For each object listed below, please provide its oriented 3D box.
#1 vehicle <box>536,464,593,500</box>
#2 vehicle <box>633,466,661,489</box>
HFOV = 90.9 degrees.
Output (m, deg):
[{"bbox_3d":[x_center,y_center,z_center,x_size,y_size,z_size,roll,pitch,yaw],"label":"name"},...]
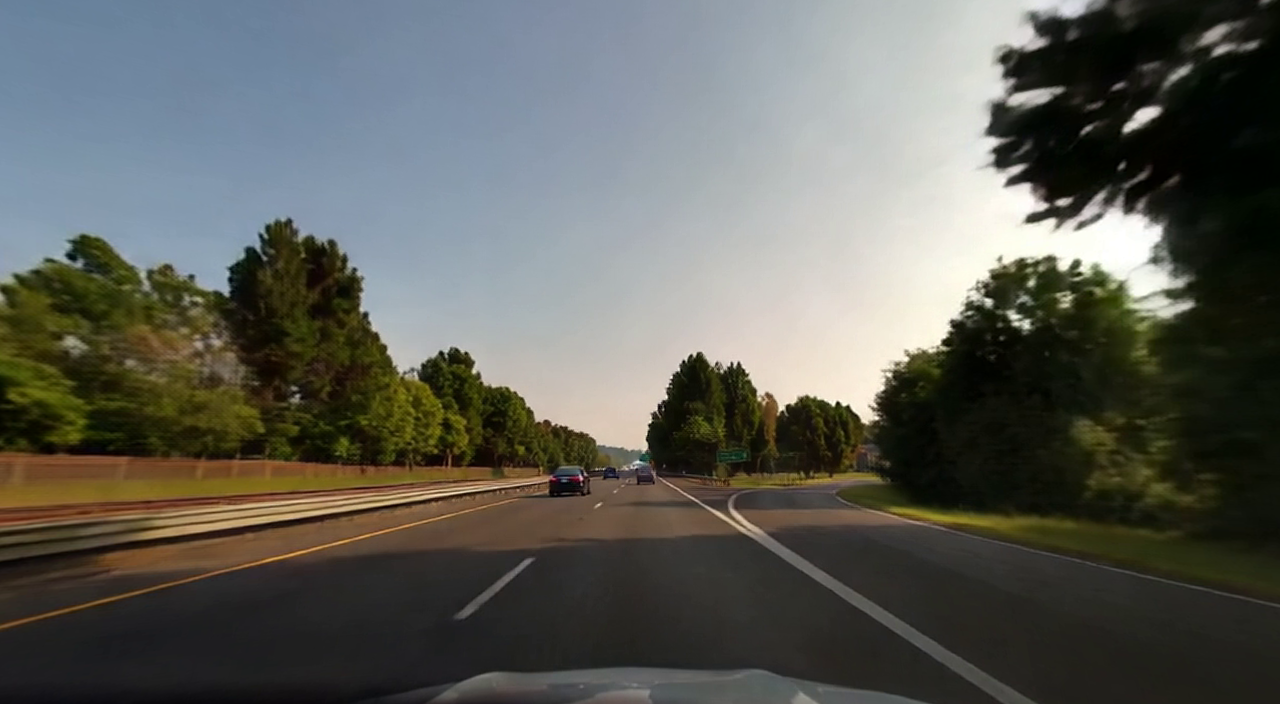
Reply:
[{"bbox_3d":[-3.442,6.076,29.557,2.047,1.523,4.279,1,-11,1],"label":"vehicle"},{"bbox_3d":[0.524,9.552,47.953,2.065,1.596,3.869,1,-11,0],"label":"vehicle"}]
